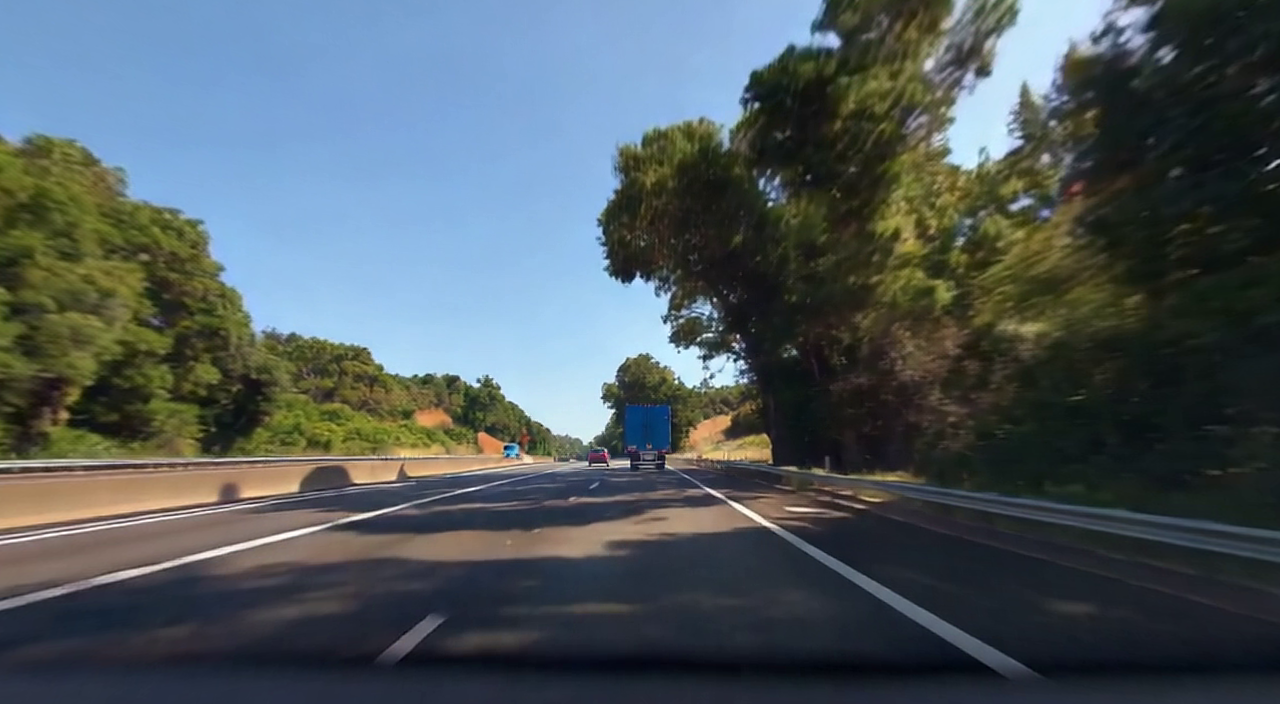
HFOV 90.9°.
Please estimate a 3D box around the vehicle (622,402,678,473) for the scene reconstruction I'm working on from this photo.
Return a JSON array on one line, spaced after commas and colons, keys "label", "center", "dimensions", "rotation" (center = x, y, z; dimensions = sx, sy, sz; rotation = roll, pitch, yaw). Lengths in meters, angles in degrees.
[{"label": "vehicle", "center": [0.410, 5.694, 41.149], "dimensions": [3.055, 4.009, 10.972], "rotation": [0, -9, -2]}]
